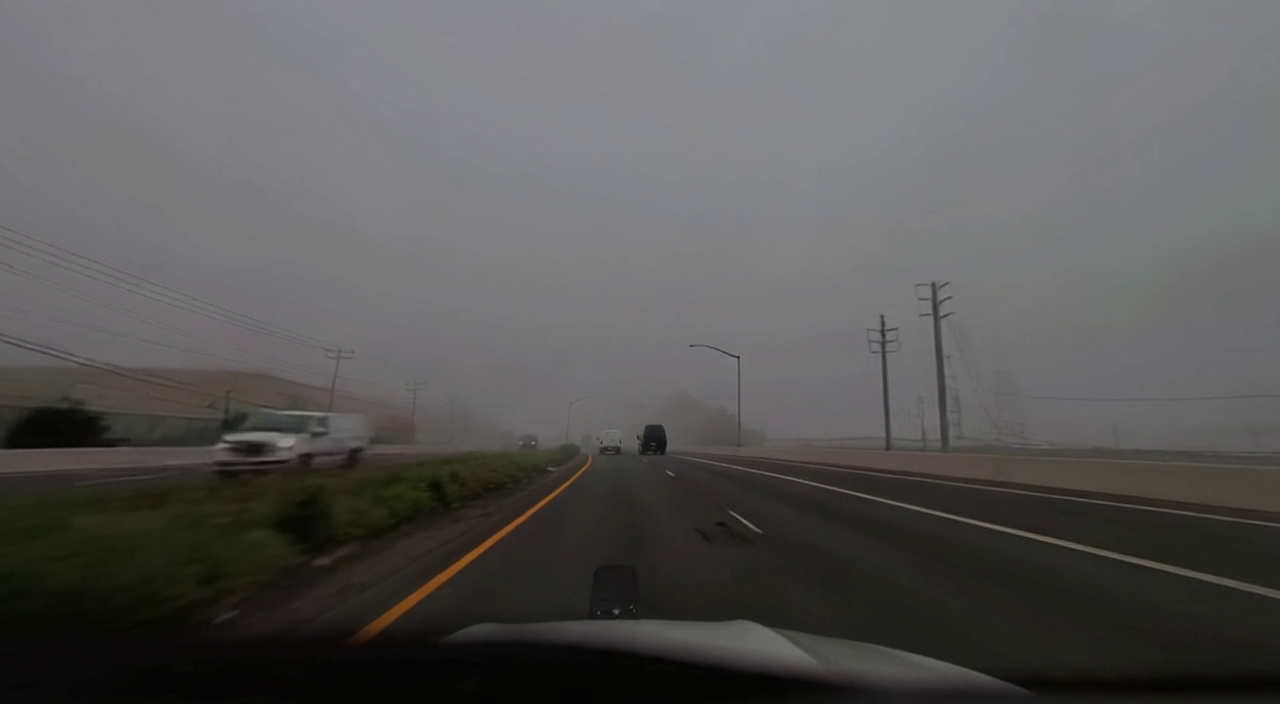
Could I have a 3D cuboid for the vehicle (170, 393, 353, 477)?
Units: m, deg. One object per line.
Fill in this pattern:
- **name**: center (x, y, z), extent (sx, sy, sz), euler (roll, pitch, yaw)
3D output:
- **vehicle**: center (-7.991, 1.818, 13.763), extent (1.734, 1.560, 3.682), euler (0, -8, -1)
